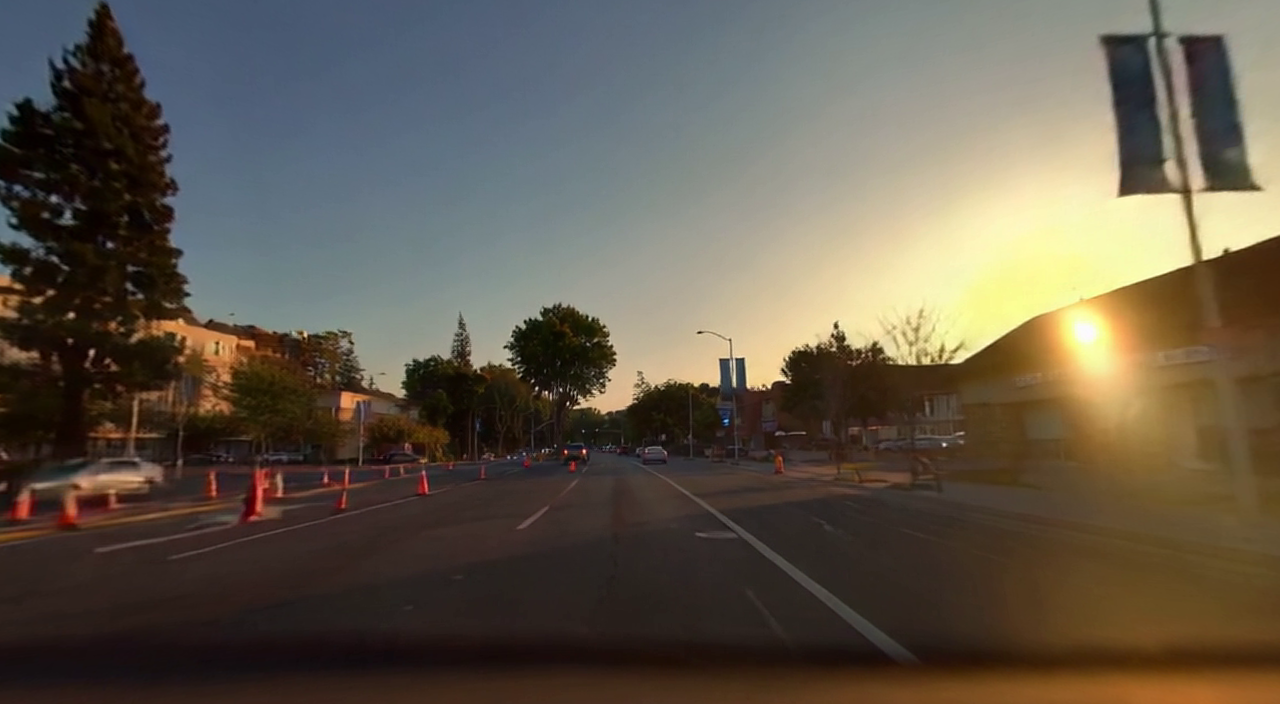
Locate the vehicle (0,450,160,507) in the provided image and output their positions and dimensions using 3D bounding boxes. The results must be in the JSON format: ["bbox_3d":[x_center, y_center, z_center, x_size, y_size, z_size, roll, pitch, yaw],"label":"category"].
[{"bbox_3d":[-17.442,3.785,19.409,1.866,1.477,4.445,0,-9,0],"label":"vehicle"}]
